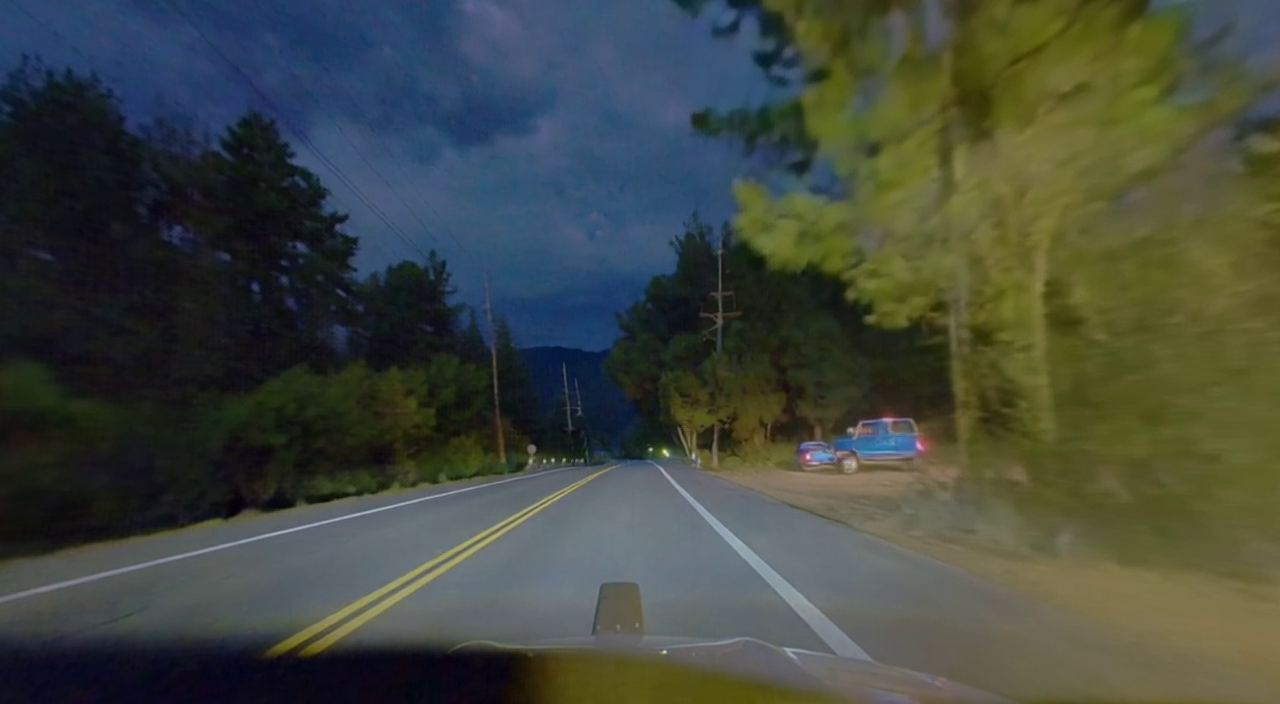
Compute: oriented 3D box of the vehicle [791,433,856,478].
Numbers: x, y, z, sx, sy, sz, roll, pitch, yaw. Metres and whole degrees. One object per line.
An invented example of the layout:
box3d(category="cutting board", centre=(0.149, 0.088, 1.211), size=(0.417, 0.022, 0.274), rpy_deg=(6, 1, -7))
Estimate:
box3d(category="vehicle", centre=(12.304, 6.953, 42.924), size=(2.986, 2.613, 6.442), rpy_deg=(-5, -8, 7))
